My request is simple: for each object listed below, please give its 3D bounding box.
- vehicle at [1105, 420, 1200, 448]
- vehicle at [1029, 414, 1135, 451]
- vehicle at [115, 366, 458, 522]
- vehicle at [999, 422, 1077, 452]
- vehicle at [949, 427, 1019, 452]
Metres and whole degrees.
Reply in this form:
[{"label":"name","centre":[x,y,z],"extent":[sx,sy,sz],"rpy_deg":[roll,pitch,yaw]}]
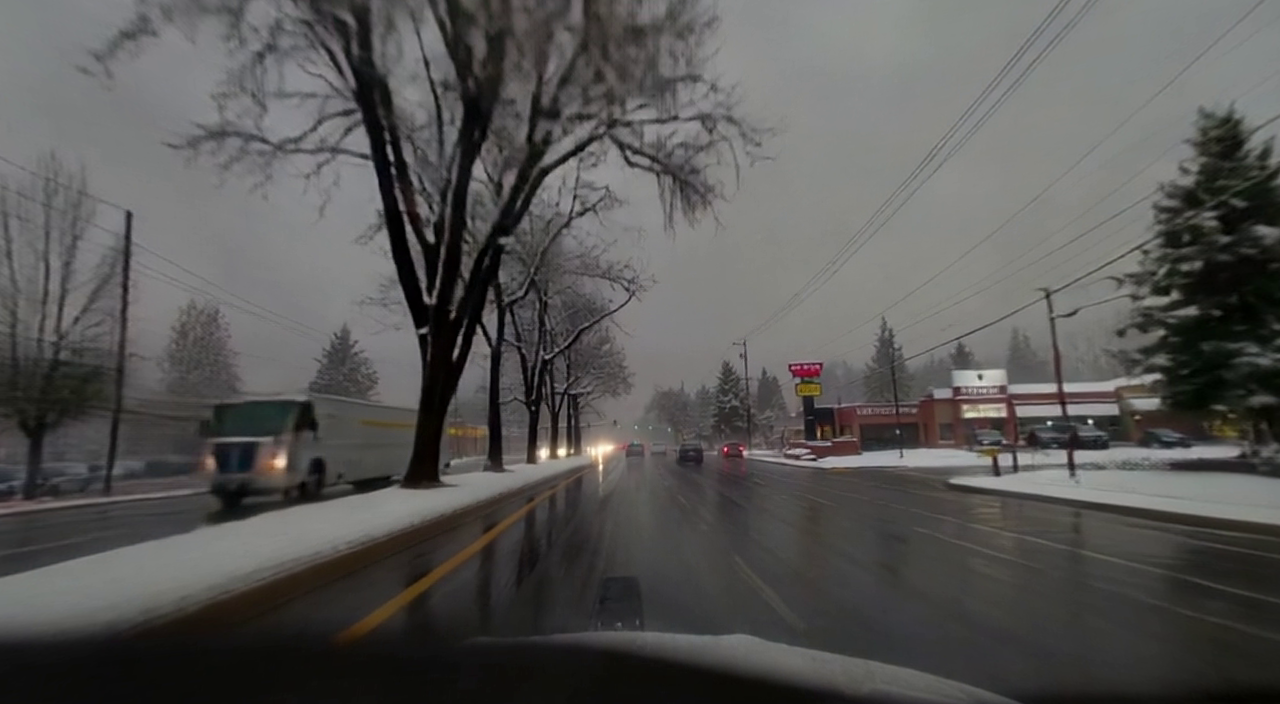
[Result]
[{"label":"vehicle","centre":[34.256,5.552,42.439],"extent":[2.220,1.723,4.883],"rpy_deg":[0,-8,0]},{"label":"vehicle","centre":[28.488,5.280,41.038],"extent":[2.346,2.093,6.071],"rpy_deg":[-2,-8,-1]},{"label":"vehicle","centre":[-8.932,2.774,19.174],"extent":[3.241,3.133,12.822],"rpy_deg":[0,-8,-1]},{"label":"vehicle","centre":[25.437,5.506,40.582],"extent":[2.012,1.772,4.458],"rpy_deg":[0,-8,0]},{"label":"vehicle","centre":[22.973,5.910,42.380],"extent":[2.113,1.582,4.559],"rpy_deg":[-1,-9,0]}]
